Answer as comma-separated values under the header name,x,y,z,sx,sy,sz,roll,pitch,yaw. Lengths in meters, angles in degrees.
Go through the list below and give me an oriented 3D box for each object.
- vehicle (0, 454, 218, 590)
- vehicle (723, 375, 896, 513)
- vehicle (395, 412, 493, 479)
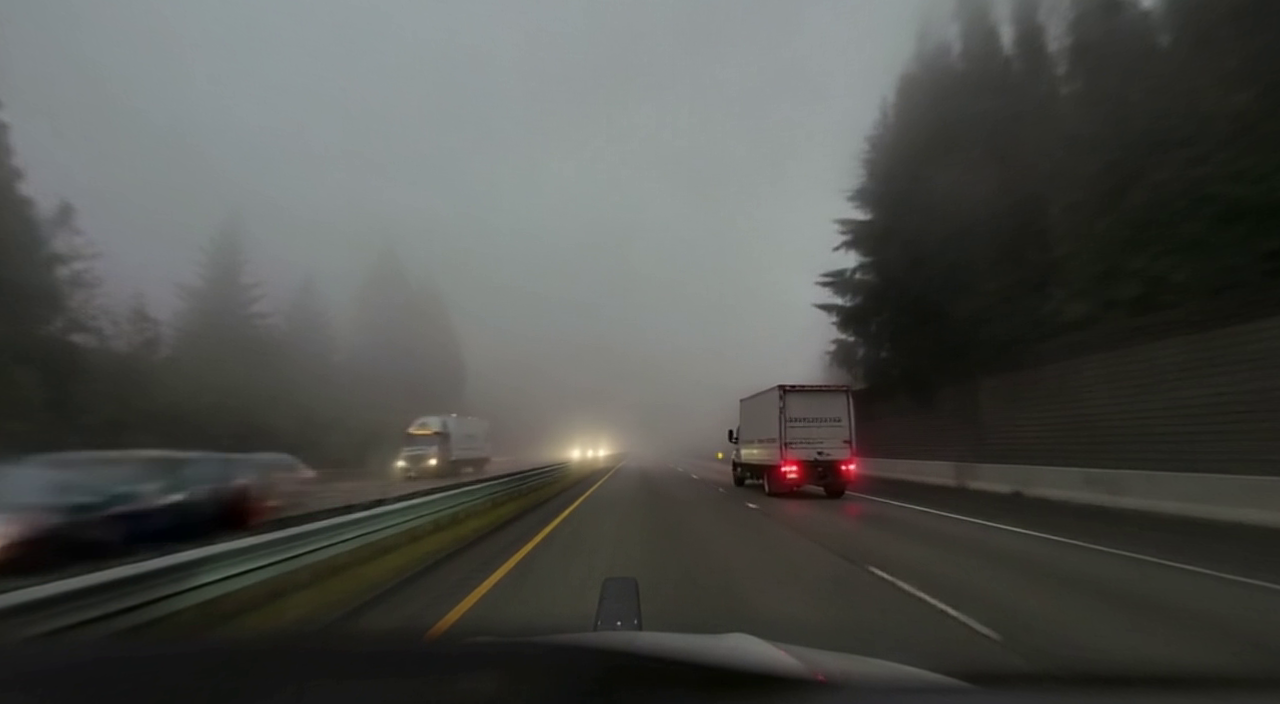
name,x,y,z,sx,sy,sz,roll,pitch,yaw
vehicle,-7.872,2.127,8.482,1.800,1.441,3.633,0,-9,0
vehicle,3.933,2.398,16.374,2.449,2.805,6.763,0,-9,-1
vehicle,-12.814,6.326,42.398,3.343,3.928,10.064,0,-9,0
